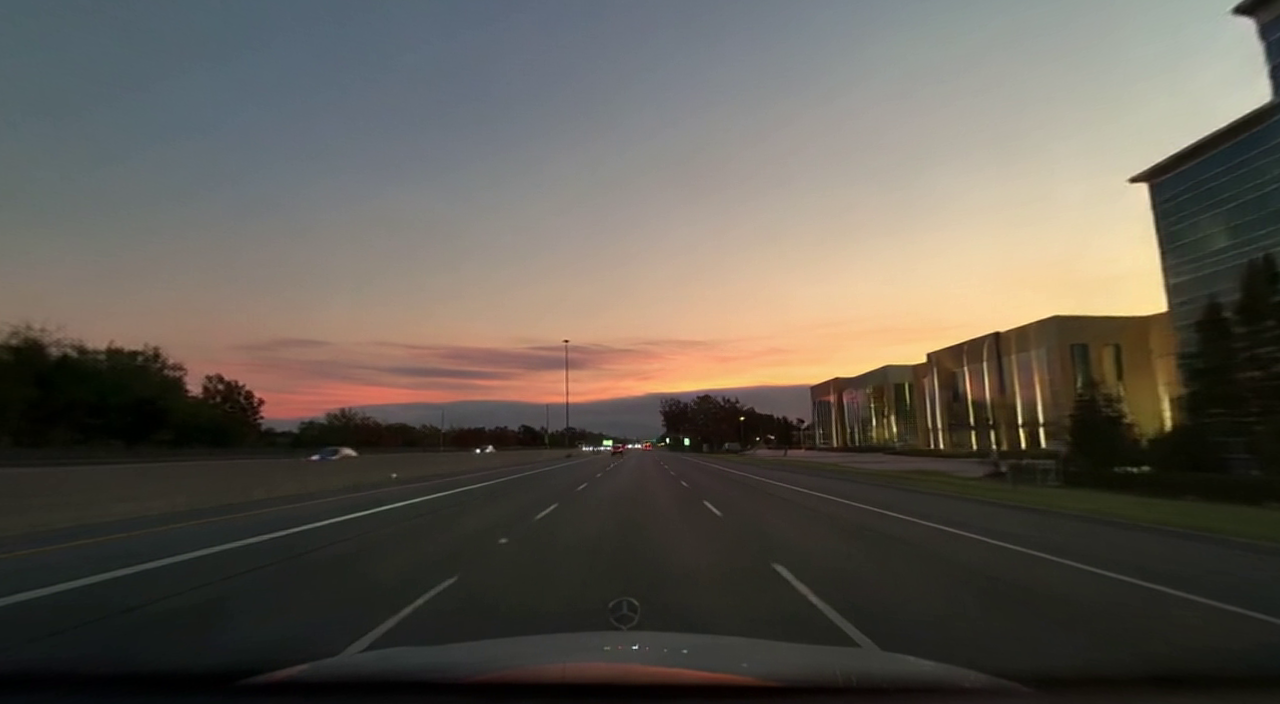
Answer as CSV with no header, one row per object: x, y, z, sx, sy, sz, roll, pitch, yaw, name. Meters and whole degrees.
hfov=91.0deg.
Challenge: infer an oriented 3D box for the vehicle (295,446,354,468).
-23.946,7.973,47.981,1.969,1.530,4.700,0,-9,1,vehicle
